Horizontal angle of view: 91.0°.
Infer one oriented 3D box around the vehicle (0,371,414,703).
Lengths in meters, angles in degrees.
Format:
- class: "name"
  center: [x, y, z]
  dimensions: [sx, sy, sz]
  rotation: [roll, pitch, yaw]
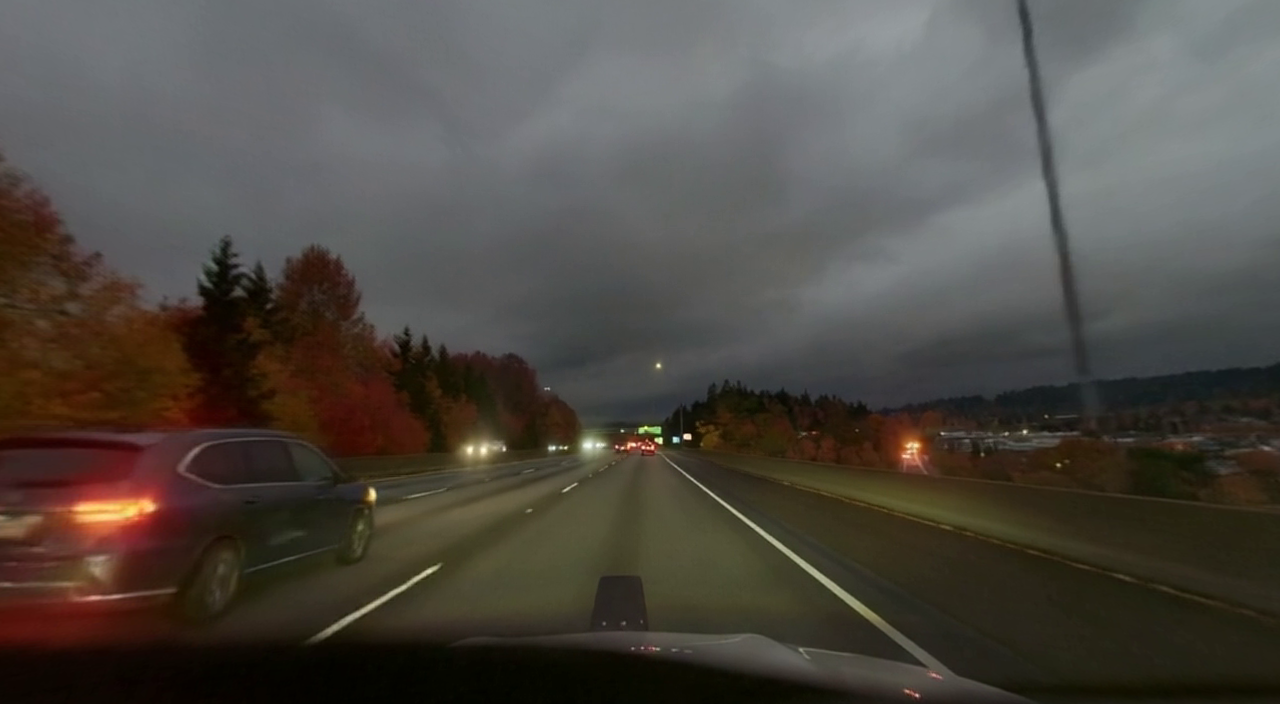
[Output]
- class: "vehicle"
  center: [-3.622, 1.196, 4.778]
  dimensions: [2.061, 1.572, 4.814]
  rotation: [0, -8, -1]
